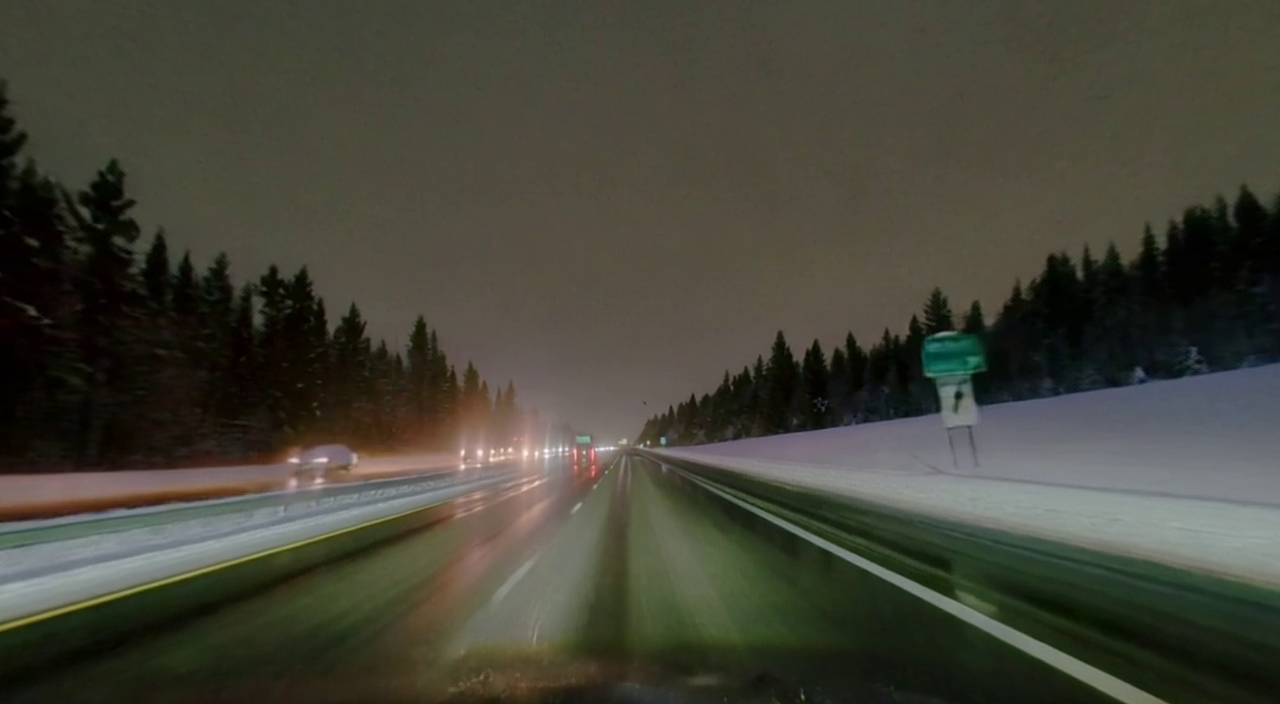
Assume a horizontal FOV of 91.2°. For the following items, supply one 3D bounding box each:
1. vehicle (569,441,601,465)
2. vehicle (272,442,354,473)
[{"bbox_3d":[-4.107,7.660,47.622,2.098,1.692,4.038,0,-9,-1],"label":"vehicle"},{"bbox_3d":[-16.996,5.501,32.822,1.956,1.531,4.217,0,-9,0],"label":"vehicle"}]
